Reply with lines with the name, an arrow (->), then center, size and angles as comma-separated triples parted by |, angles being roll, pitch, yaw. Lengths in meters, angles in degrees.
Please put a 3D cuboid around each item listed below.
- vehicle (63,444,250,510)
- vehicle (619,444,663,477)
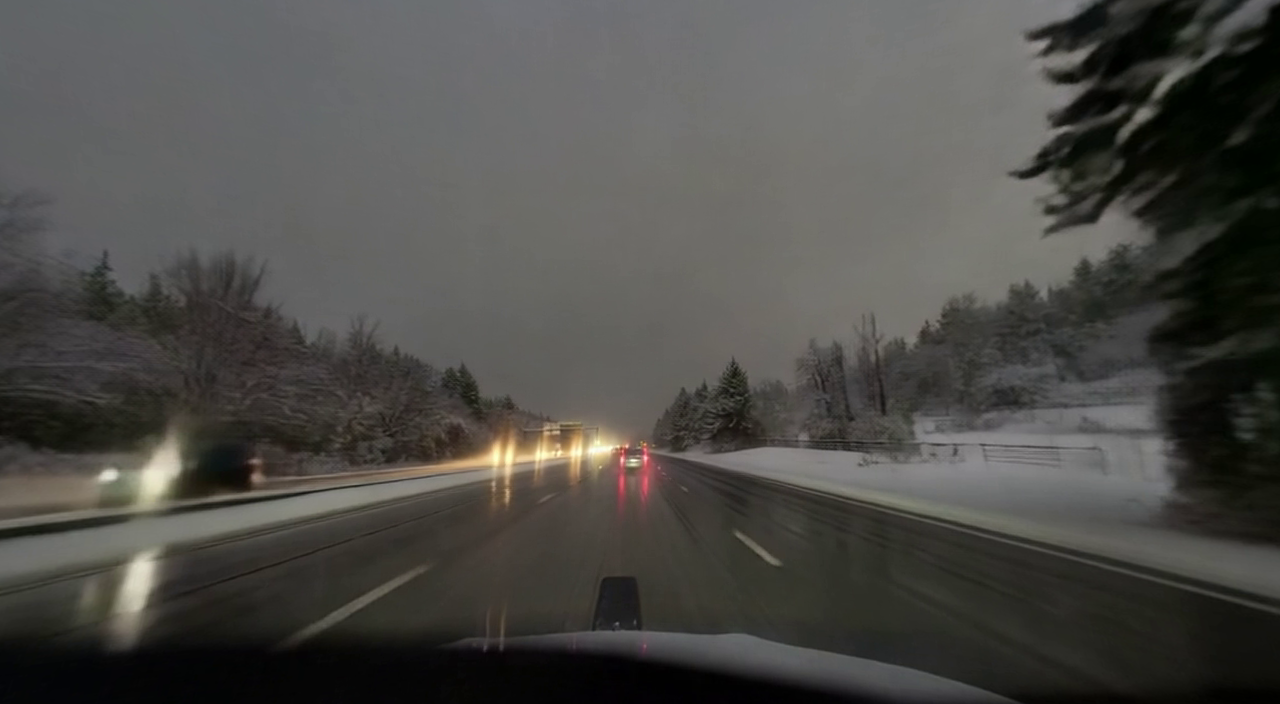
vehicle -> -14.005, 3.609, 18.597 | 1.970, 1.692, 4.464 | 0, -9, 0
vehicle -> 0.036, 5.511, 32.045 | 2.095, 1.537, 4.017 | 0, -9, -1
